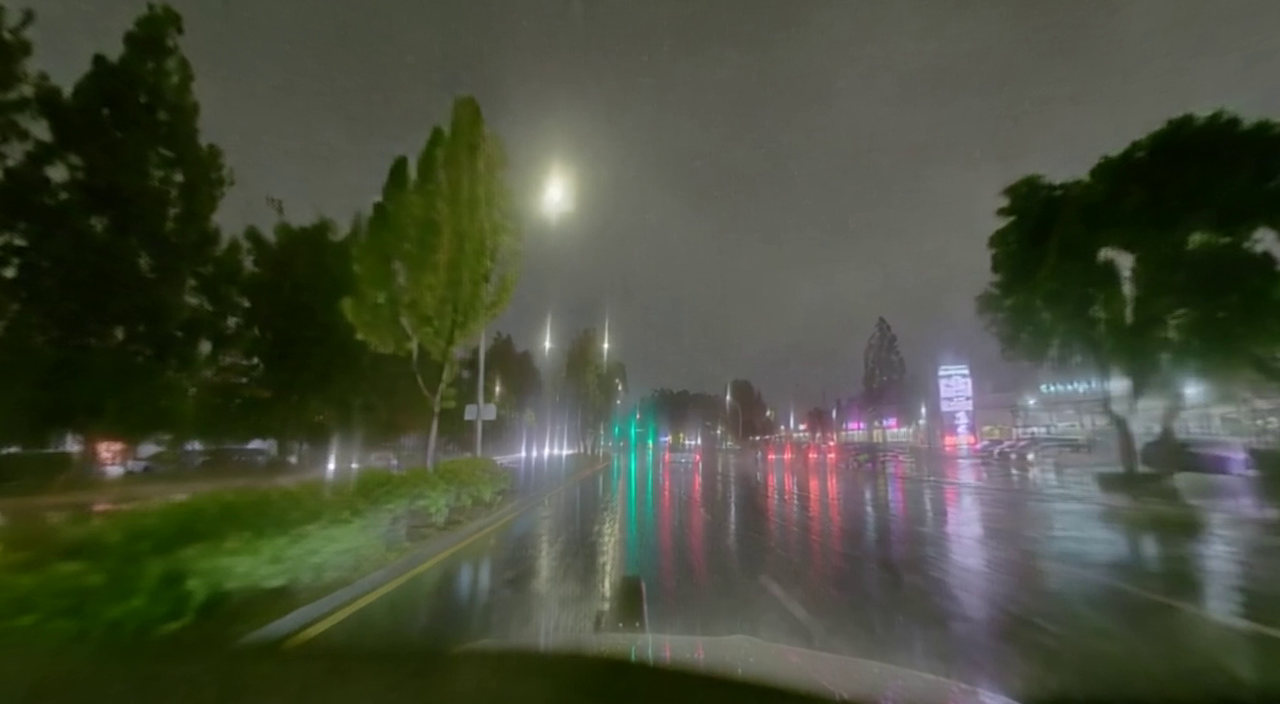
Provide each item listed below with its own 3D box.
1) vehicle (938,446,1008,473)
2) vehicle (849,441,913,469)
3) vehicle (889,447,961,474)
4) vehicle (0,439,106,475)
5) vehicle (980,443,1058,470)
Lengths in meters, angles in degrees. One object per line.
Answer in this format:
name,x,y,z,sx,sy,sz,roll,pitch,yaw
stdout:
vehicle,19.546,6.298,37.315,1.972,1.461,4.021,1,-8,0
vehicle,16.266,6.958,42.978,2.052,1.749,5.213,0,-8,-3
vehicle,16.532,6.310,36.906,1.863,1.445,4.703,0,-8,-2
vehicle,-28.894,5.081,30.565,4.208,1.648,1.980,0,-8,-3
vehicle,22.340,6.182,37.493,1.895,1.471,4.511,-2,-9,2
